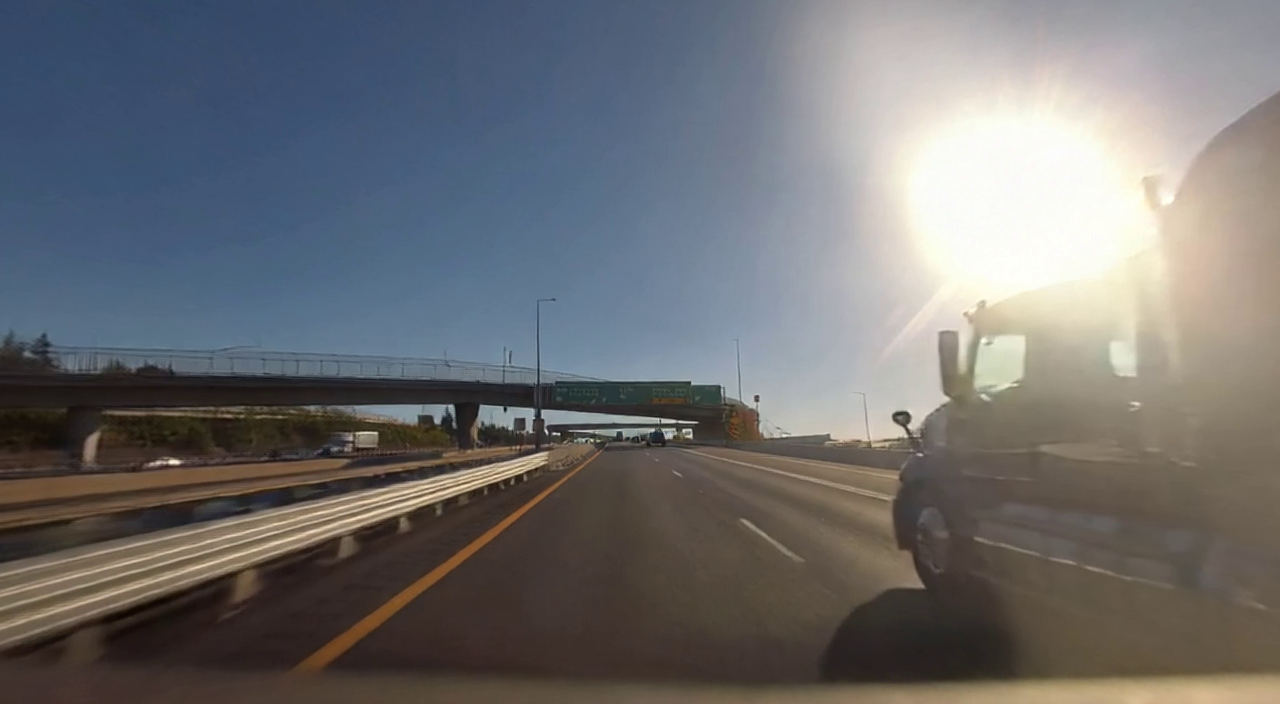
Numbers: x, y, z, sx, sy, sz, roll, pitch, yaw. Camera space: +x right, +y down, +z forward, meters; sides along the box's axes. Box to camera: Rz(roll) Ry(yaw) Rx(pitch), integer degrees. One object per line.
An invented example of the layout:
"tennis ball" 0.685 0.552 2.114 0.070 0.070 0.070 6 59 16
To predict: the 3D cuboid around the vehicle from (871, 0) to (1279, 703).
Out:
"vehicle" 4.047 -0.466 1.414 2.995 3.964 10.329 0 -8 -1
